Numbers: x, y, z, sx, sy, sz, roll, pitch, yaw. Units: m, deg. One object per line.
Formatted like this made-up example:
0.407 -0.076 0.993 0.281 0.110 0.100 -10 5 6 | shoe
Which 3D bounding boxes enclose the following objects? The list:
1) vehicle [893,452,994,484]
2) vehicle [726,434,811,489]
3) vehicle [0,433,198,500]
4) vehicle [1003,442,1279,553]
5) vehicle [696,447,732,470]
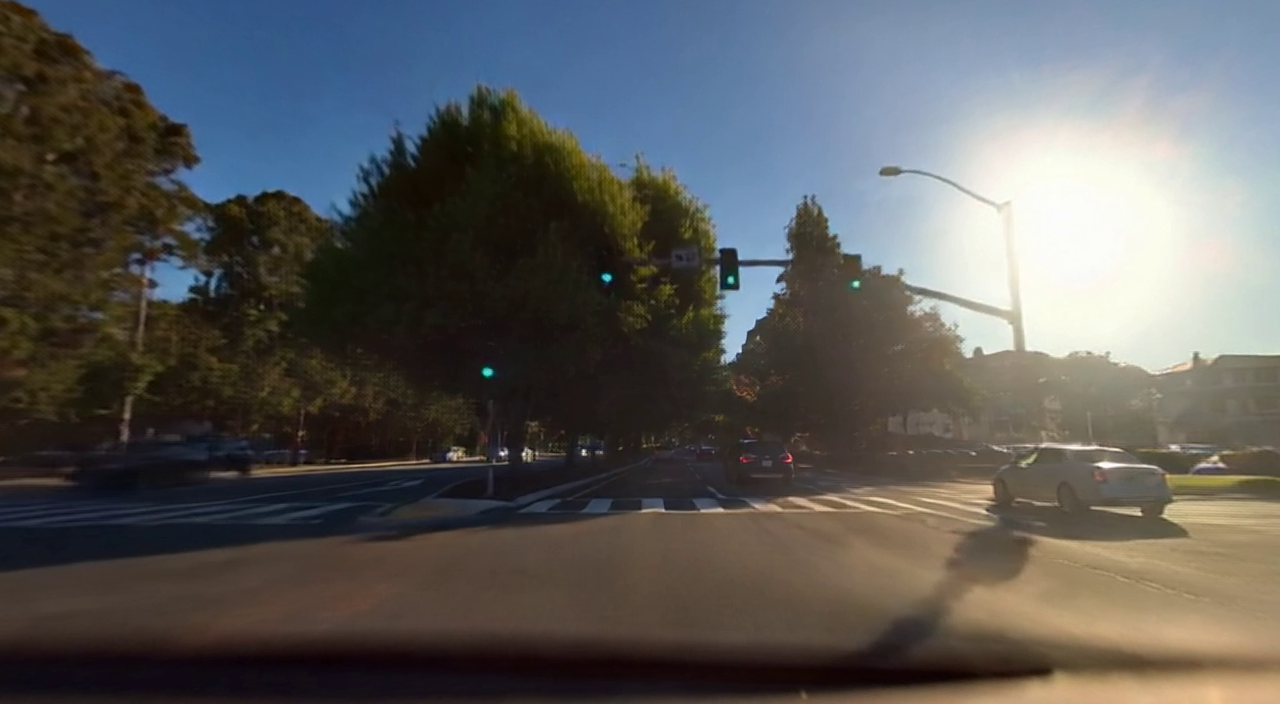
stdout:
15.536 5.923 32.642 2.040 1.472 4.846 2 -9 -13 | vehicle
4.629 4.031 23.544 2.209 1.813 4.724 0 -8 0 | vehicle
-15.195 3.176 17.896 2.025 1.625 4.528 0 -9 1 | vehicle
8.403 2.301 10.738 1.949 1.492 4.103 0 -8 -1 | vehicle
4.973 7.265 43.204 2.064 1.474 4.389 0 -9 2 | vehicle
